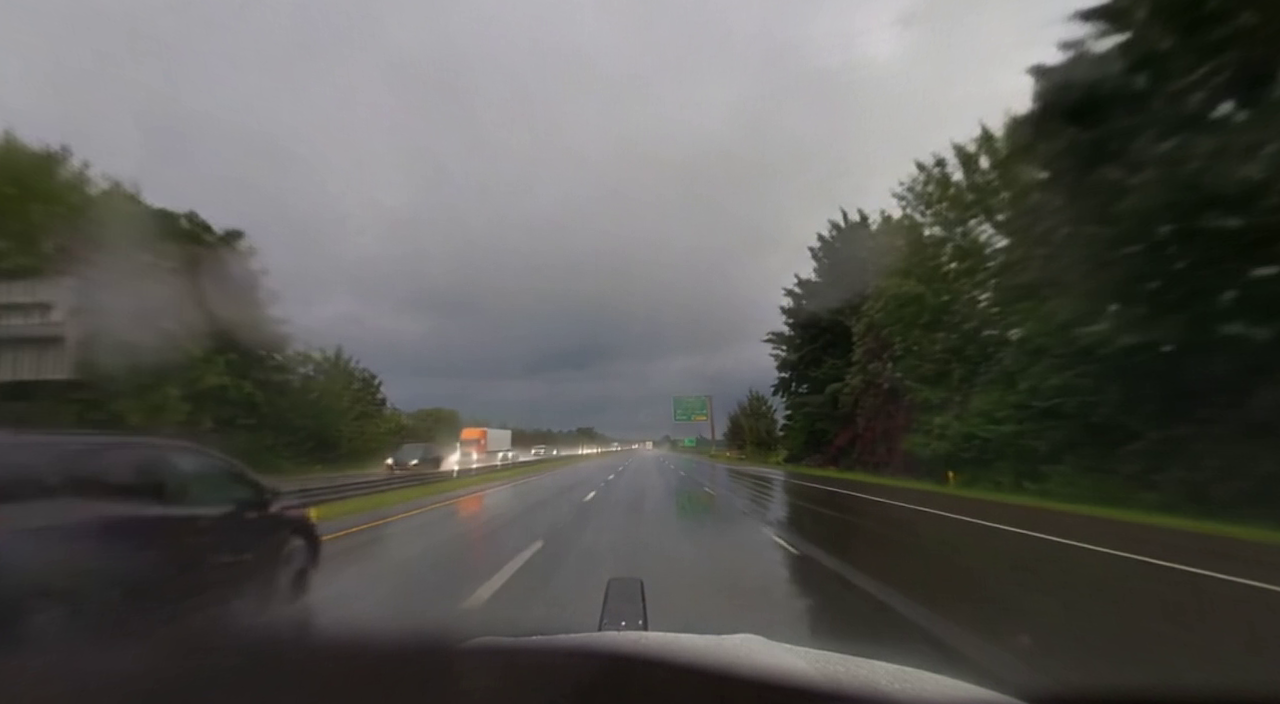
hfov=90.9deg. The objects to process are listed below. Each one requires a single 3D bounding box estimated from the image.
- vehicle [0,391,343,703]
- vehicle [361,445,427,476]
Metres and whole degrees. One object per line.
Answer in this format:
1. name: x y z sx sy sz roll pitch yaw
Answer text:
1. vehicle: -3.460 1.039 3.304 1.815 1.500 4.036 0 -9 0
2. vehicle: -14.437 6.397 37.278 2.059 1.722 4.527 0 -9 0
